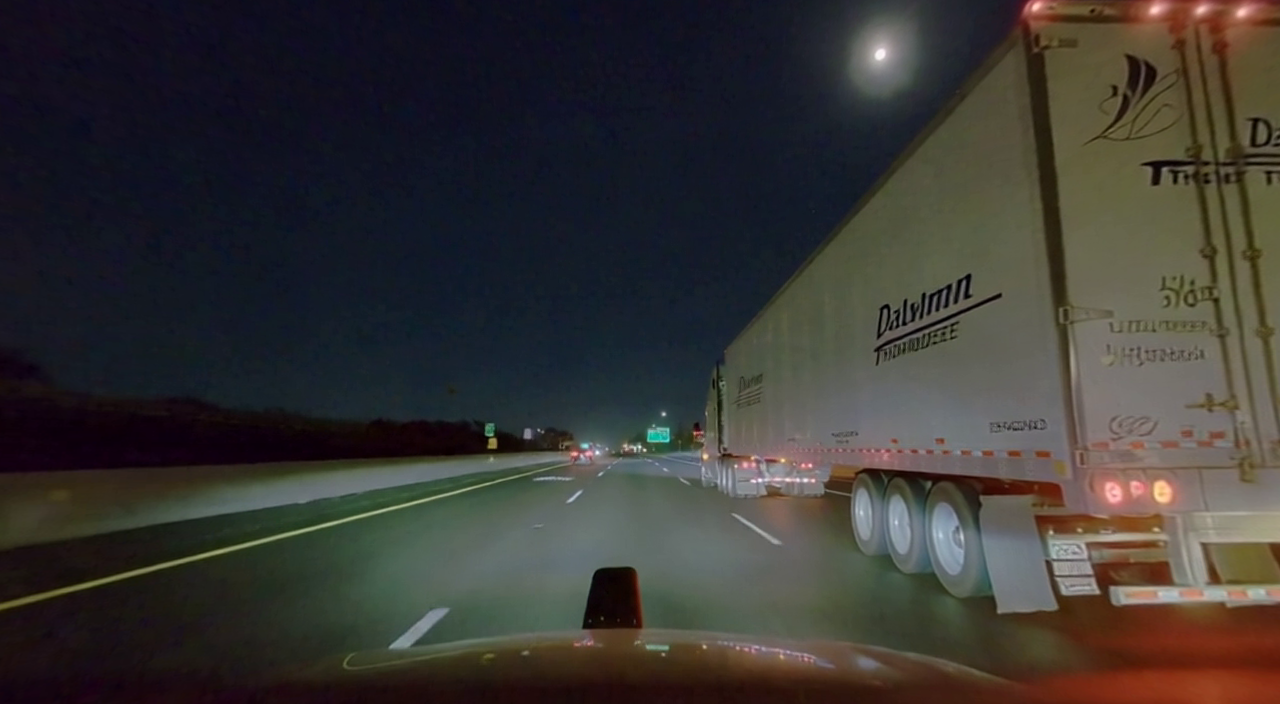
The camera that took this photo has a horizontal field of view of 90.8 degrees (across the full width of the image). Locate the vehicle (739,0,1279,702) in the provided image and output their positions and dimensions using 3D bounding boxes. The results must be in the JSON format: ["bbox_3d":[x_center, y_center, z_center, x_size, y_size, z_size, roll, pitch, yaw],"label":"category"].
[{"bbox_3d":[3.969,0.616,9.709,2.962,4.132,12.720,0,-8,1],"label":"vehicle"}]

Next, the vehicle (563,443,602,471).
[{"bbox_3d":[-3.528,6.531,39.505,2.030,1.657,3.926,0,-8,0],"label":"vehicle"}]
